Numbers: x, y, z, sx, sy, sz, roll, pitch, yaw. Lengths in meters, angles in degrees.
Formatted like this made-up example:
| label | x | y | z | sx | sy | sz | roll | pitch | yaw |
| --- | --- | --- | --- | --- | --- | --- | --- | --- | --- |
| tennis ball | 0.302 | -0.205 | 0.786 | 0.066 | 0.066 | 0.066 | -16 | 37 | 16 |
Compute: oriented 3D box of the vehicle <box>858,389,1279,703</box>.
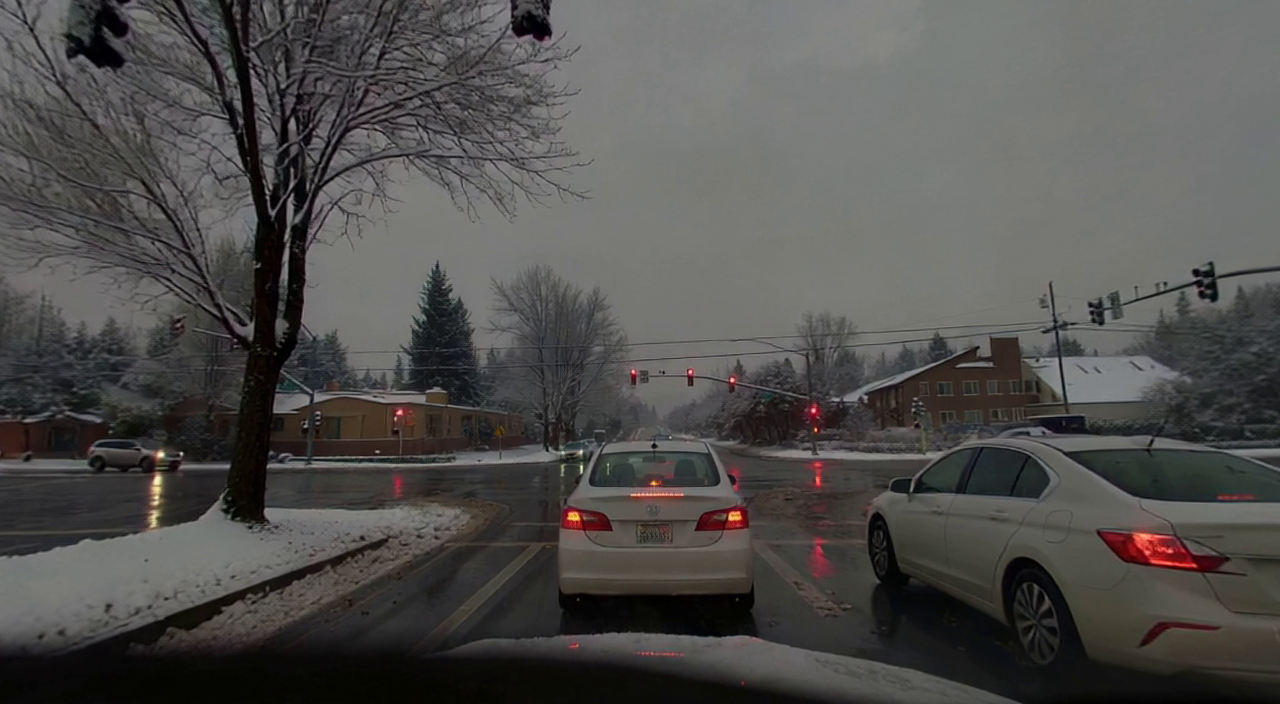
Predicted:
| label | x | y | z | sx | sy | sz | roll | pitch | yaw |
| --- | --- | --- | --- | --- | --- | --- | --- | --- | --- |
| vehicle | 3.176 | 1.125 | 3.892 | 1.931 | 1.493 | 4.555 | 0 | -8 | -1 |

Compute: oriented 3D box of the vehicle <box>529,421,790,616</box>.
| label | x | y | z | sx | sy | sz | roll | pitch | yaw |
| --- | --- | --- | --- | --- | --- | --- | --- | --- | --- |
| vehicle | 0.110 | 1.569 | 6.865 | 2.017 | 1.485 | 3.813 | 0 | -8 | -1 |

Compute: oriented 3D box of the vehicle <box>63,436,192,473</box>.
| label | x | y | z | sx | sy | sz | roll | pitch | yaw |
| --- | --- | --- | --- | --- | --- | --- | --- | --- | --- |
| vehicle | -24.275 | 4.865 | 29.983 | 4.450 | 1.684 | 1.894 | 0 | -8 | 0 |
